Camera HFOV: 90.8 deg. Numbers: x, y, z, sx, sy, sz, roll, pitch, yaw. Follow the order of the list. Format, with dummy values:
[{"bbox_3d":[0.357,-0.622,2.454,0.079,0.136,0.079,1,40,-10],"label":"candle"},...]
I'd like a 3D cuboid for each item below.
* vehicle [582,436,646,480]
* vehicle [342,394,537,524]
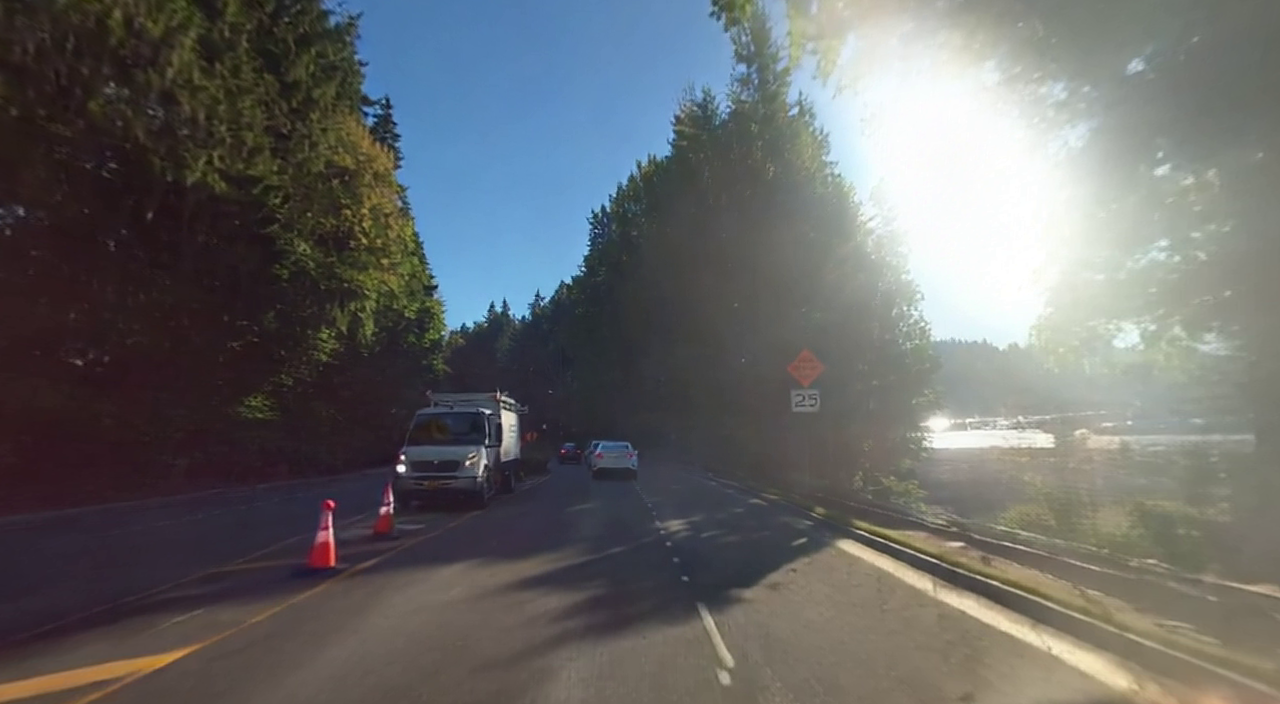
[{"bbox_3d":[-1.041,3.897,23.515,2.186,1.463,4.356,1,-8,-4],"label":"vehicle"},{"bbox_3d":[-3.694,2.148,13.249,2.671,2.053,6.074,1,-8,-6],"label":"vehicle"}]
